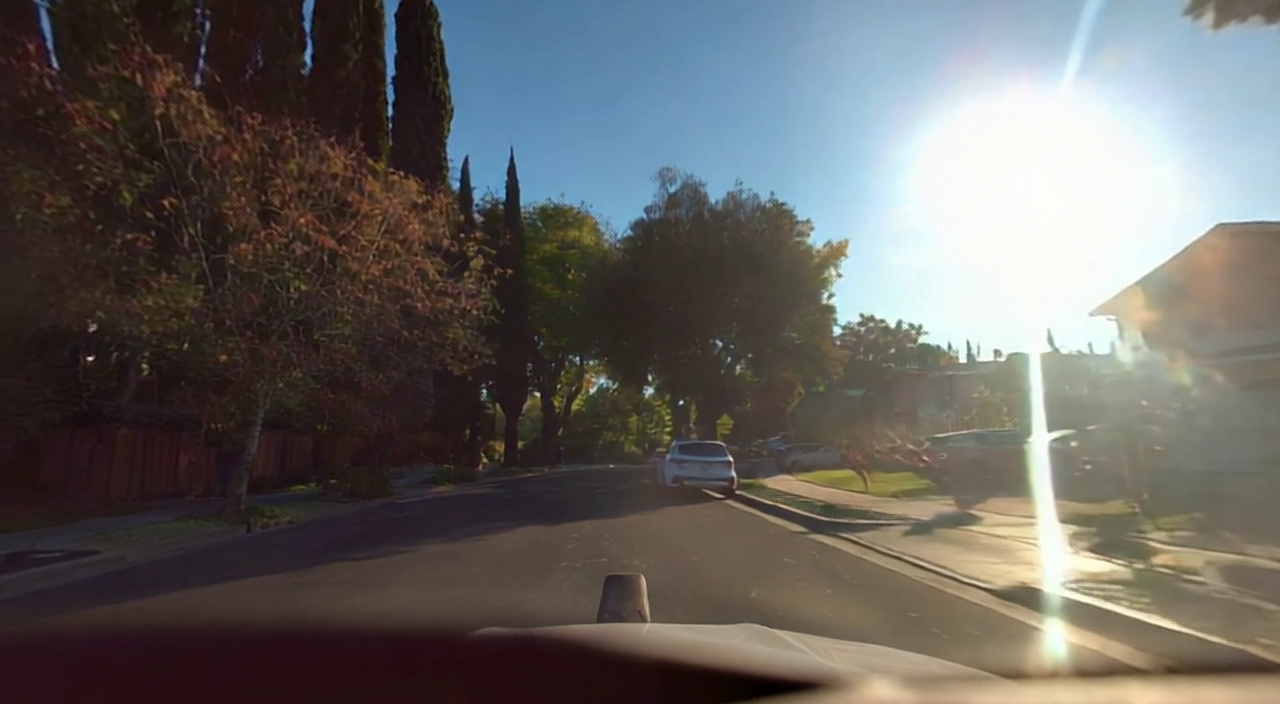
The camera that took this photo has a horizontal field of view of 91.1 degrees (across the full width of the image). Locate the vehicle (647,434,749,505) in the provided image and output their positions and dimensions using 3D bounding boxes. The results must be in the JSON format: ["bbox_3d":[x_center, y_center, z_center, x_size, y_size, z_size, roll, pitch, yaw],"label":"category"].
[{"bbox_3d":[1.485,3.286,18.060,2.163,1.760,4.591,1,-8,-4],"label":"vehicle"}]

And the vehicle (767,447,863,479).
[{"bbox_3d":[8.710,5.563,31.594,4.457,1.510,1.762,-2,-9,11],"label":"vehicle"}]
